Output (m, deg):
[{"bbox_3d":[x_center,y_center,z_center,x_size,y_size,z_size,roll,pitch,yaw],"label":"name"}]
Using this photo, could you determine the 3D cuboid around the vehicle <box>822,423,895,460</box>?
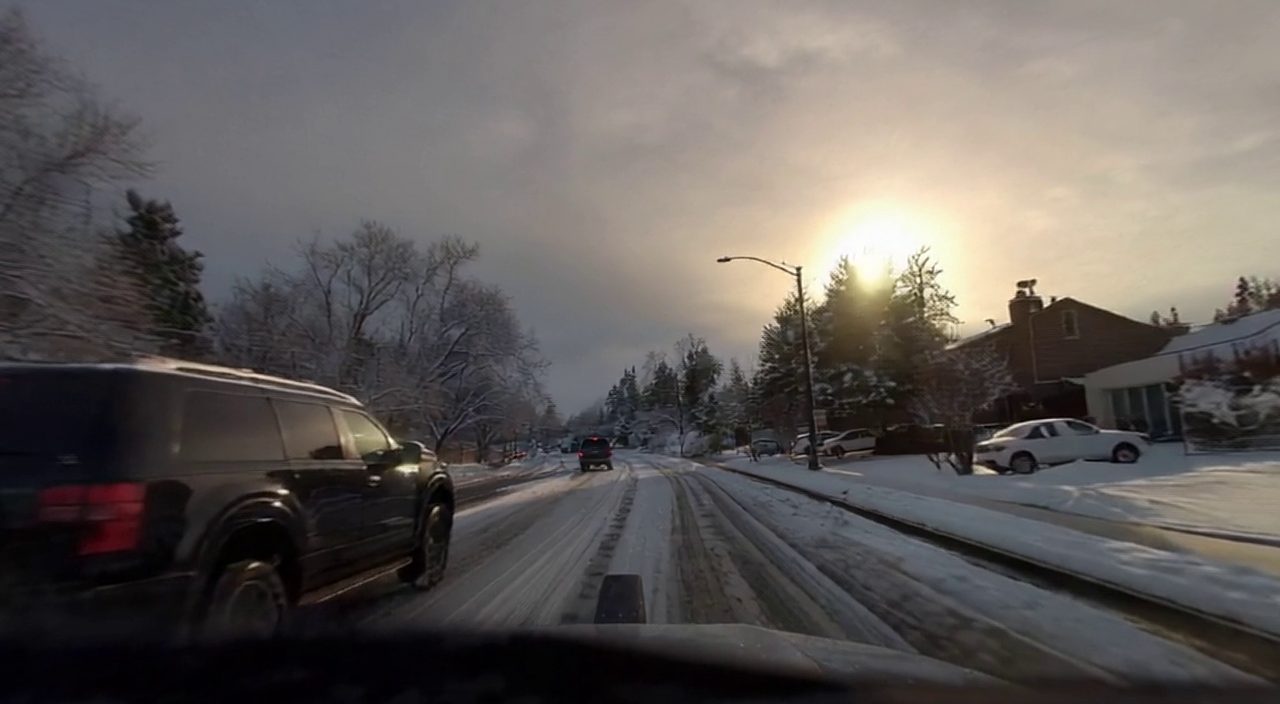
[{"bbox_3d":[11.826,4.913,34.654,2.138,1.850,4.930,0,-9,-1],"label":"vehicle"}]

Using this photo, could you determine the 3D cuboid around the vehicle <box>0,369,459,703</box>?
[{"bbox_3d":[-3.030,1.202,4.201,2.205,1.590,4.852,0,-9,0],"label":"vehicle"}]

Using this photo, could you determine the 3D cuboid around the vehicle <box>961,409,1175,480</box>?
[{"bbox_3d":[11.266,2.478,16.901,4.249,1.550,1.843,-3,-8,2],"label":"vehicle"}]

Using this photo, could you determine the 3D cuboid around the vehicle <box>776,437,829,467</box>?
[{"bbox_3d":[8.893,5.511,35.046,1.897,1.524,4.604,-1,-9,3],"label":"vehicle"}]

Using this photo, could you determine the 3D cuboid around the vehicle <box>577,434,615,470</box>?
[{"bbox_3d":[-2.702,6.304,40.042,2.085,2.084,5.133,0,-9,-1],"label":"vehicle"}]
